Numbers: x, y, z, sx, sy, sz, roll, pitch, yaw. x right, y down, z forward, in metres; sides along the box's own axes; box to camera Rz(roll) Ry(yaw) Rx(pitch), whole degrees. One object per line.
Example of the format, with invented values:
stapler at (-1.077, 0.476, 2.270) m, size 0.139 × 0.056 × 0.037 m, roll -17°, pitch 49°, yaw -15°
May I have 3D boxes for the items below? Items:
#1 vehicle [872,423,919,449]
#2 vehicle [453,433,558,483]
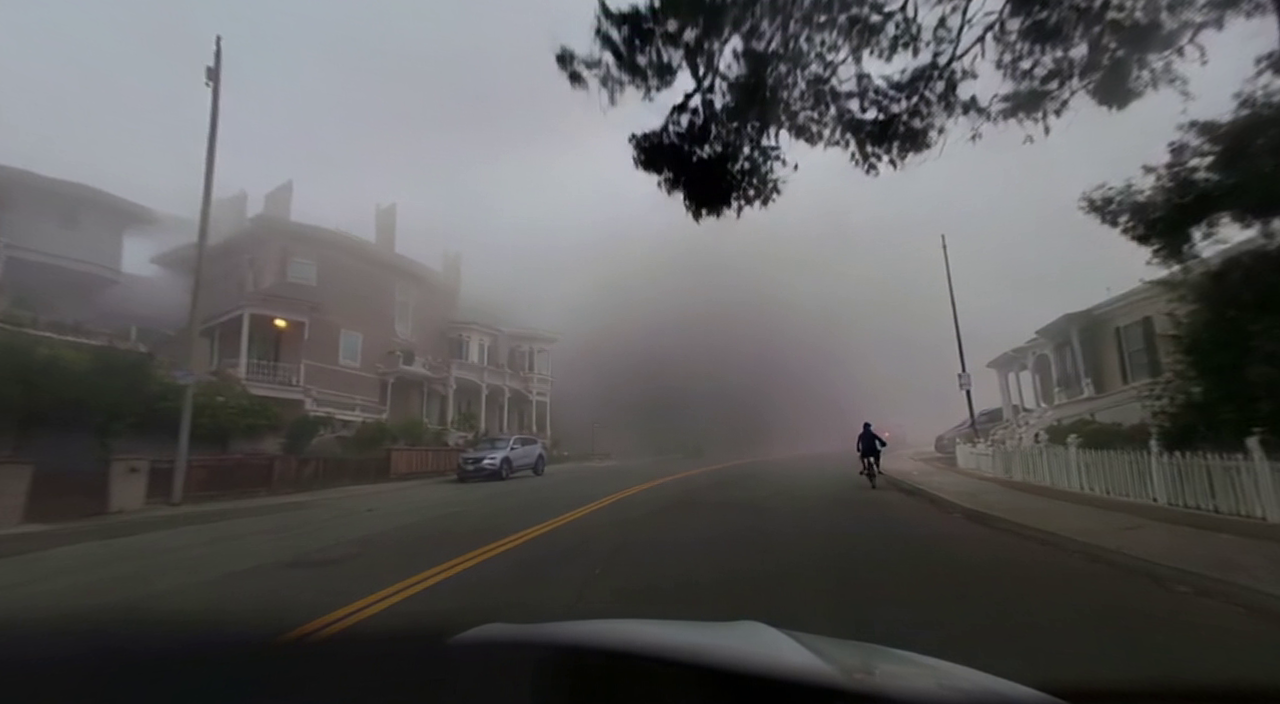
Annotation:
vehicle at (18.069, 5.973, 44.585) m, size 2.105 × 1.705 × 4.392 m, roll -6°, pitch -10°, yaw 33°
vehicle at (-4.948, 3.981, 23.965) m, size 1.937 × 1.670 × 4.391 m, roll -3°, pitch -9°, yaw 17°
